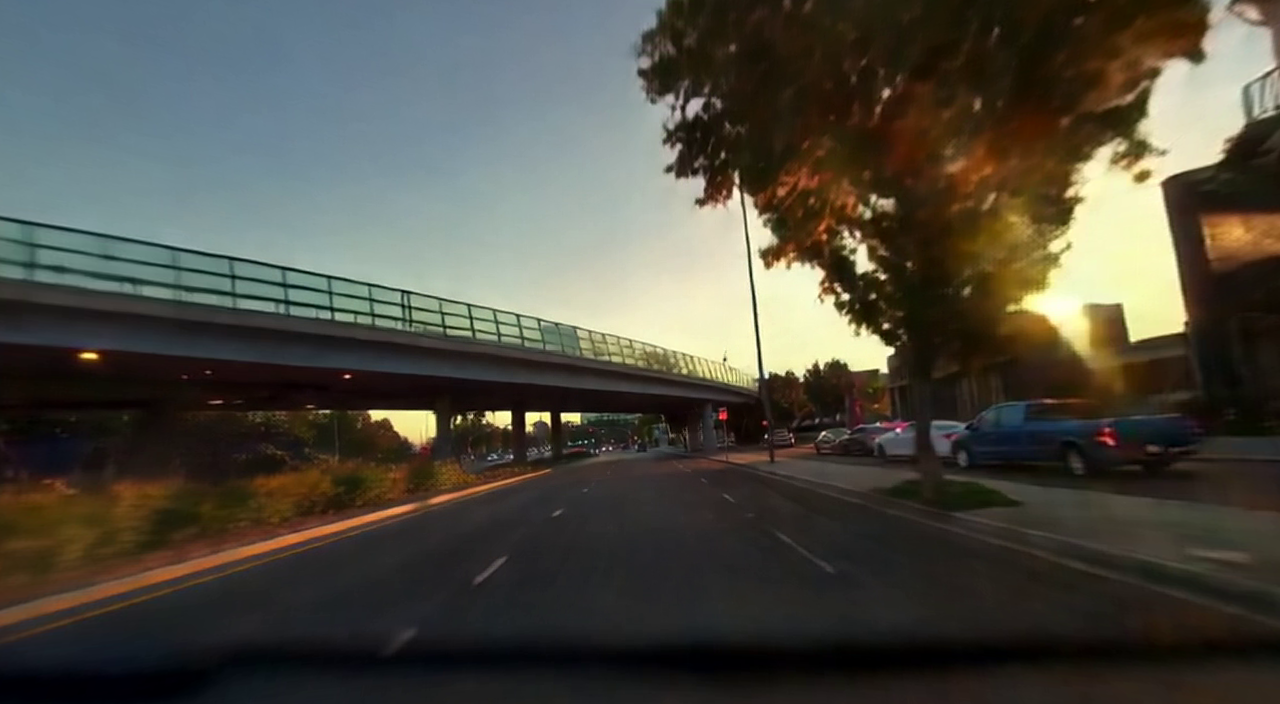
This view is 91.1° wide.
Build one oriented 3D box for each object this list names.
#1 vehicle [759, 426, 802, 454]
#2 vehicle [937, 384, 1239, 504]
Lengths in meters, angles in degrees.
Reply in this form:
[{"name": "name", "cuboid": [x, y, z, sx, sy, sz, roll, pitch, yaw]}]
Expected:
[{"name": "vehicle", "cuboid": [11.091, 7.058, 49.988, 2.244, 1.866, 4.603, -6, -9, 0]}, {"name": "vehicle", "cuboid": [10.259, 2.267, 15.493, 2.445, 2.272, 6.461, -1, -8, -2]}]
